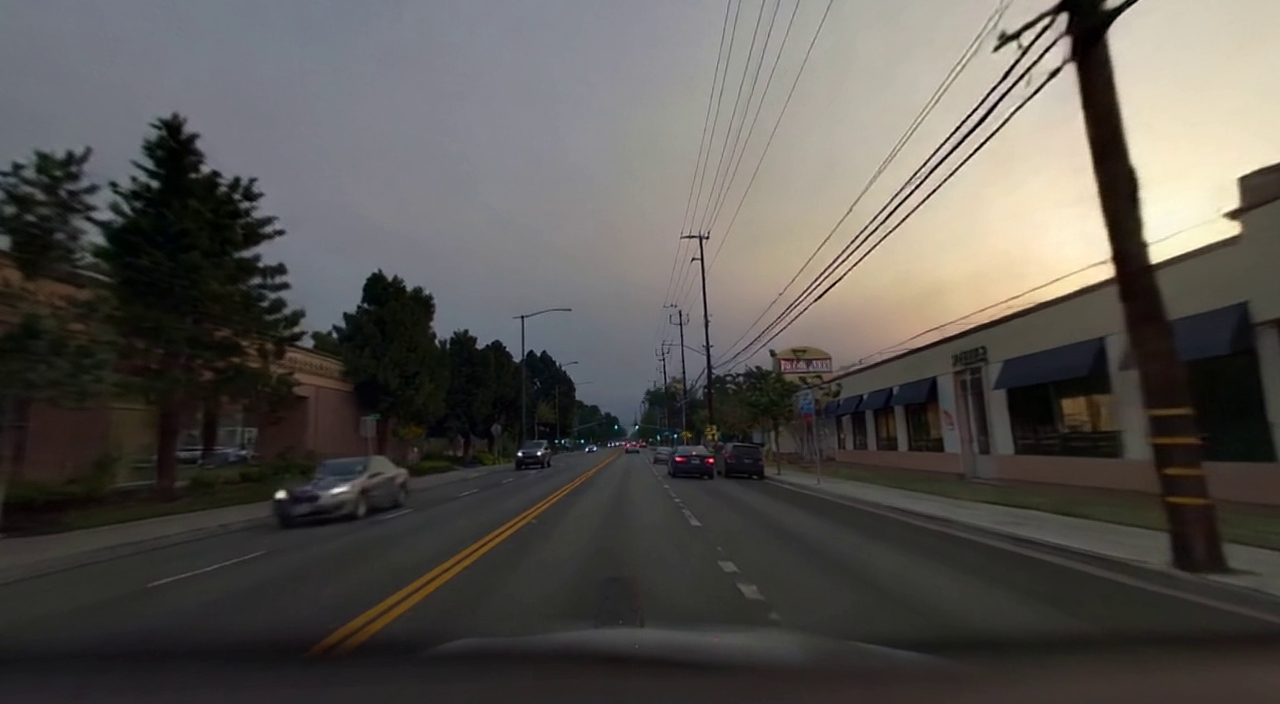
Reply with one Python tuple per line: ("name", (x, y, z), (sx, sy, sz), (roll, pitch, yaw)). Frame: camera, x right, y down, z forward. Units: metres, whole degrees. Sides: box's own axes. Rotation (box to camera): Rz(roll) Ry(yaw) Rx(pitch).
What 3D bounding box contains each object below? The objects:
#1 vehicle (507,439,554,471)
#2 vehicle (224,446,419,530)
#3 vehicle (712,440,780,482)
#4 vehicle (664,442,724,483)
("vehicle", (-6.466, 6.116, 37.759), (2.037, 1.777, 4.407), (0, -8, 0))
("vehicle", (-6.403, 2.739, 13.406), (1.868, 1.466, 4.397), (0, -8, 0))
("vehicle", (4.886, 5.096, 30.004), (2.143, 1.788, 5.388), (0, -8, -1))
("vehicle", (2.035, 4.305, 24.892), (1.975, 1.497, 3.647), (0, -8, -1))
